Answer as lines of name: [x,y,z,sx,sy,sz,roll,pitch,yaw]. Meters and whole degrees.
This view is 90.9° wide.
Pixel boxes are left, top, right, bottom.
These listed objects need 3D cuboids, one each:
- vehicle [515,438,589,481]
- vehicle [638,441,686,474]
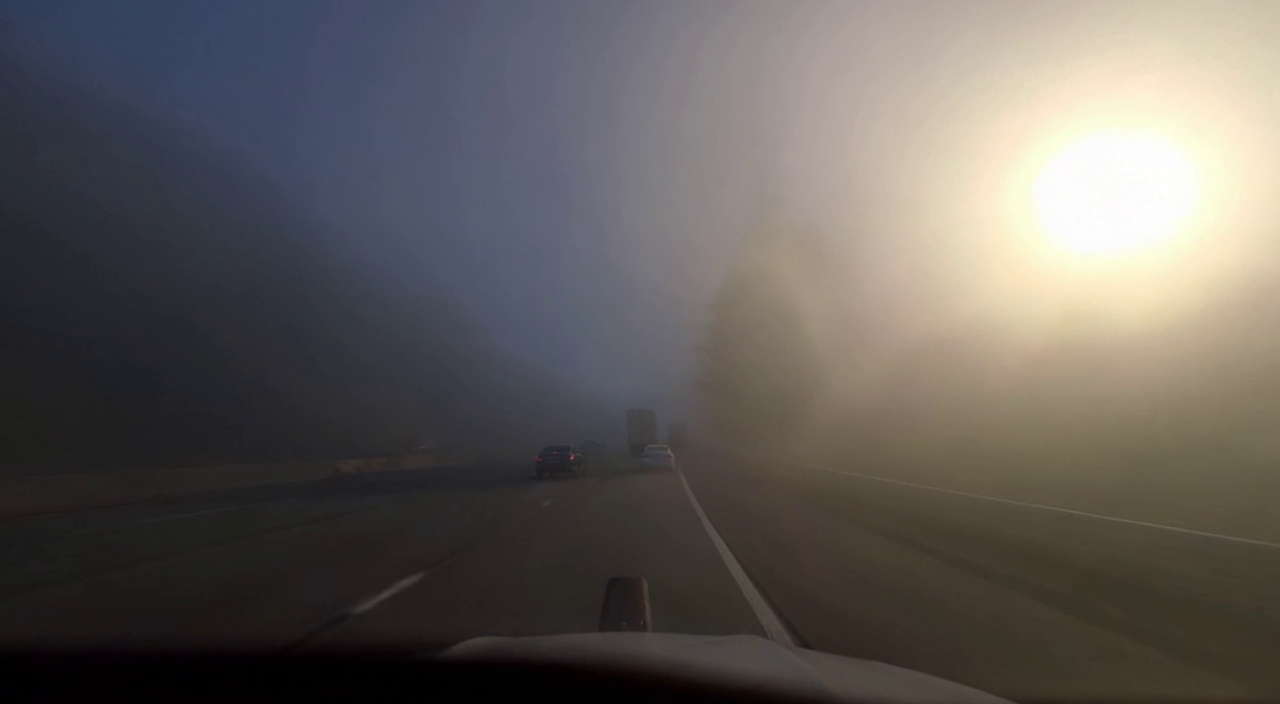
vehicle: [-3.243,4.096,24.333,1.916,1.486,4.631,-1,-9,4]
vehicle: [0.968,4.632,27.887,1.984,1.365,3.767,0,-9,2]
